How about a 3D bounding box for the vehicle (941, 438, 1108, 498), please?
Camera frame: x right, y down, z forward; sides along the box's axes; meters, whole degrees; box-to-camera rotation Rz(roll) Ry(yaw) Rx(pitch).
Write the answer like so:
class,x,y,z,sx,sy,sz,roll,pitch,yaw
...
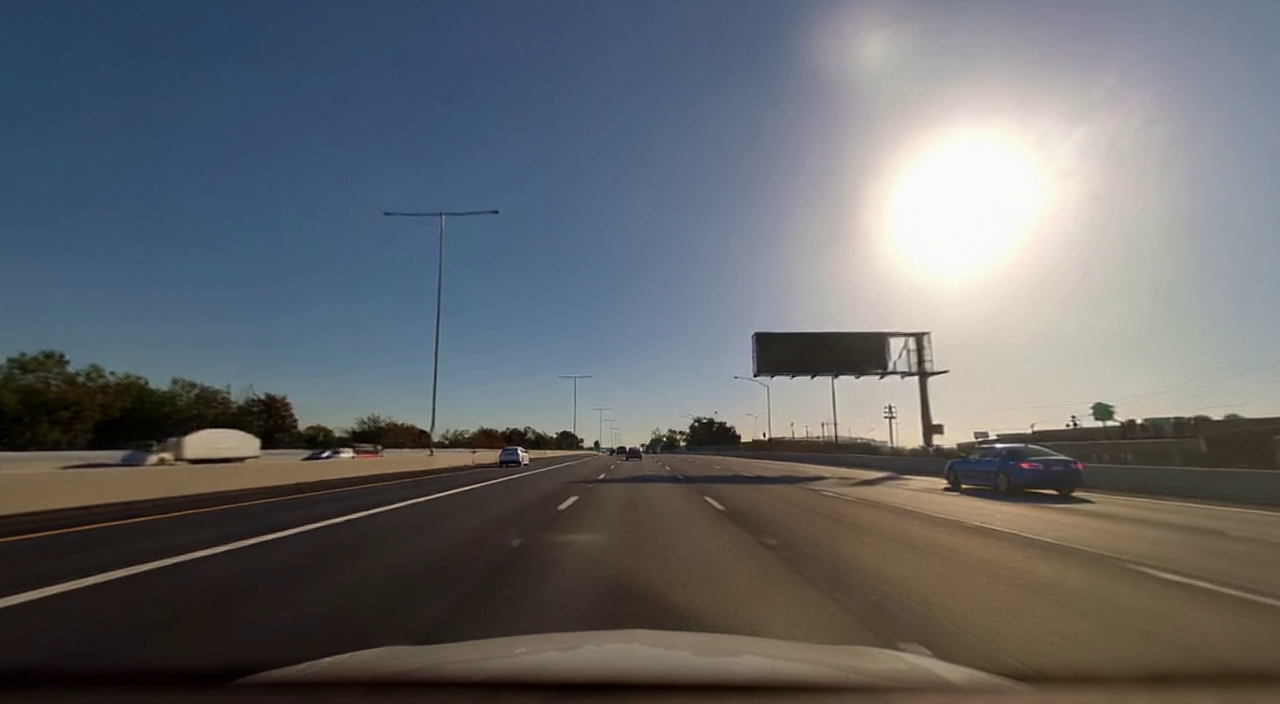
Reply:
class,x,y,z,sx,sy,sz,roll,pitch,yaw
vehicle,10.926,3.318,18.462,1.985,1.493,4.486,0,-9,-1
